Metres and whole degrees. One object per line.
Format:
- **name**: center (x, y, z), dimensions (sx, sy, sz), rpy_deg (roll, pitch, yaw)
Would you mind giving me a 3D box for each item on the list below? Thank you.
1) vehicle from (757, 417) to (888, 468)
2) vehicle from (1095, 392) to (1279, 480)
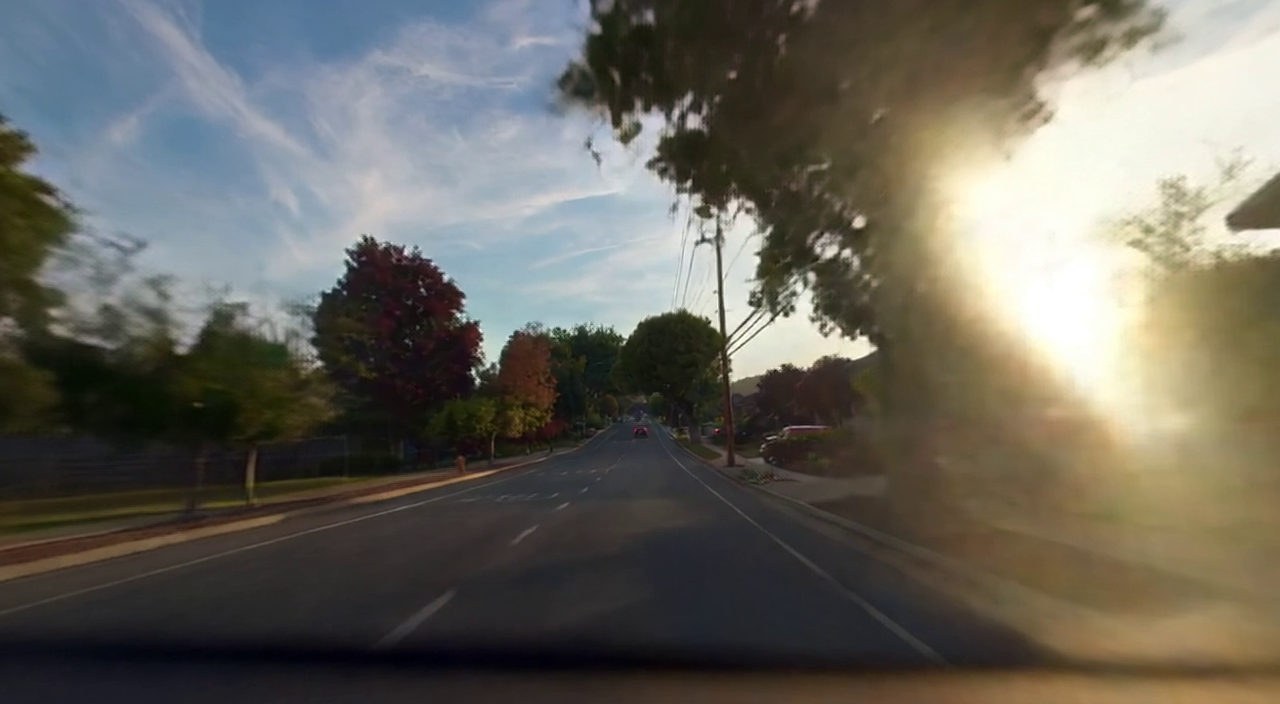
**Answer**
- **vehicle**: center (9.429, 4.704, 32.994), dimensions (6.133, 2.254, 2.383), rpy_deg (3, -6, 0)
- **vehicle**: center (11.236, 1.649, 12.609), dimensions (1.884, 1.484, 4.034), rpy_deg (-1, -7, 11)
